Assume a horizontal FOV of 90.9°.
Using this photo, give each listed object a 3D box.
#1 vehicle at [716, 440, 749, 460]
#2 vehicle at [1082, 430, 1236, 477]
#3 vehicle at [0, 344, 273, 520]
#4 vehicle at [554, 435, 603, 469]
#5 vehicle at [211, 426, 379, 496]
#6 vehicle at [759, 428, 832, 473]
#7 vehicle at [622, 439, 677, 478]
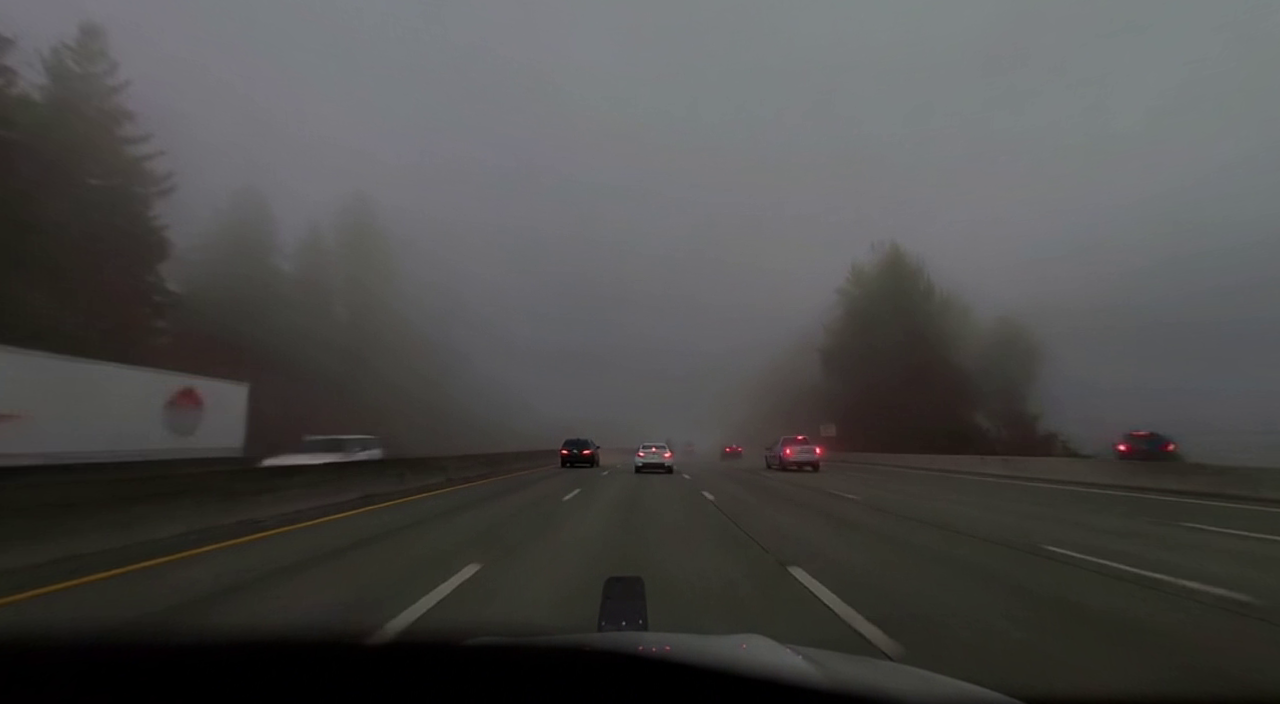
[{"bbox_3d":[7.189,7.670,49.416,1.894,1.511,4.148,0,-8,-1],"label":"vehicle"},{"bbox_3d":[20.257,3.980,24.954,1.912,1.652,4.601,0,-8,-5],"label":"vehicle"},{"bbox_3d":[-16.323,2.538,19.177,2.834,4.050,12.376,0,-8,0],"label":"vehicle"},{"bbox_3d":[-3.290,5.425,34.380,2.140,1.720,4.410,0,-8,1],"label":"vehicle"},{"bbox_3d":[-9.284,2.968,17.568,1.969,1.668,4.739,0,-8,0],"label":"vehicle"},{"bbox_3d":[7.238,4.632,29.905,2.094,1.916,5.099,0,-8,0],"label":"vehicle"},{"bbox_3d":[0.366,4.314,25.867,2.071,1.464,4.162,0,-8,0],"label":"vehicle"}]
